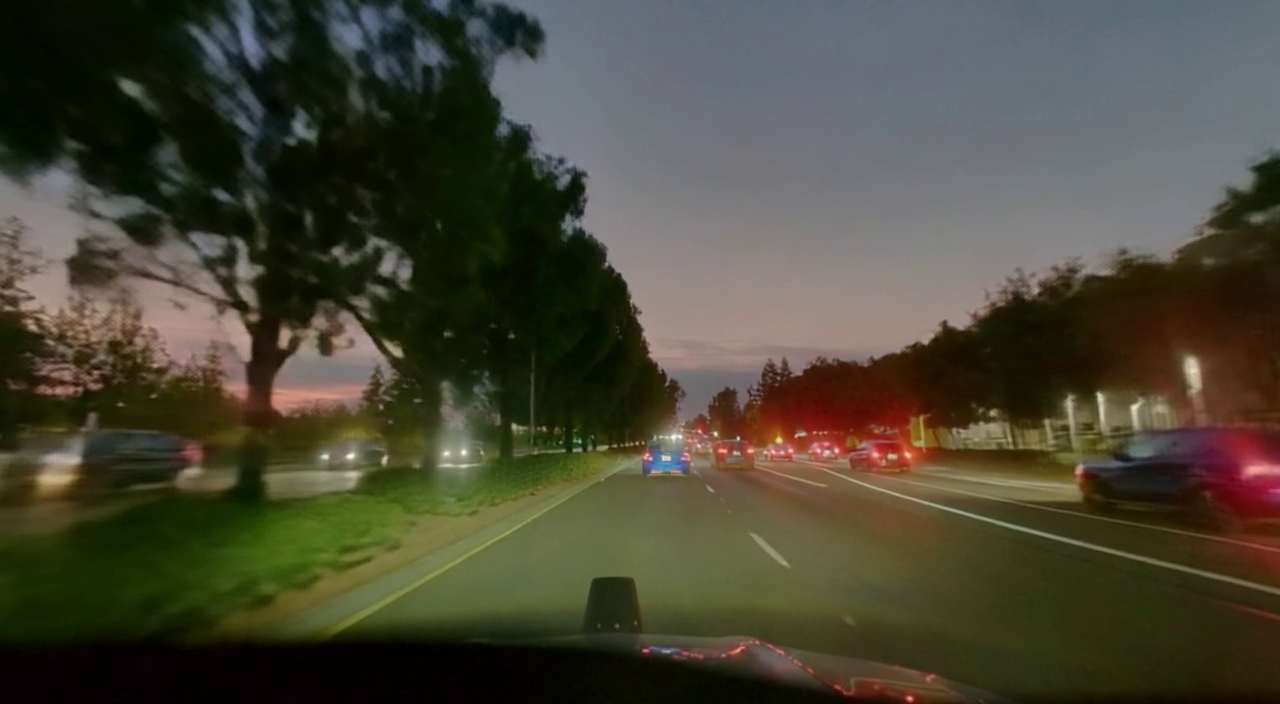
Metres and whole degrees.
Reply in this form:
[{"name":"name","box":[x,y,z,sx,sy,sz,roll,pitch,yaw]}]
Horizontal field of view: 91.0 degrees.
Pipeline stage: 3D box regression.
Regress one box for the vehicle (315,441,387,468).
[{"name":"vehicle","box":[-16.747,5.944,36.776,1.874,1.441,4.625,0,-8,2]}]

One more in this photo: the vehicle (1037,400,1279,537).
[{"name":"vehicle","box":[11.085,2.148,12.069,2.493,2.084,6.892,0,-8,1]}]

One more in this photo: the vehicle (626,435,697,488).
[{"name":"vehicle","box":[0.718,3.676,21.435,2.145,1.603,4.369,0,-8,2]}]

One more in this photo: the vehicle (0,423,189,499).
[{"name":"vehicle","box":[-12.805,2.474,14.596,1.785,1.503,3.885,0,-8,0]}]

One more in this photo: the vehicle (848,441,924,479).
[{"name":"vehicle","box":[12.417,5.466,32.168,2.106,1.719,4.830,0,-9,2]}]

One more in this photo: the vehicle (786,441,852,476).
[{"name":"vehicle","box":[8.279,4.959,29.596,1.928,1.488,4.361,0,-8,2]}]

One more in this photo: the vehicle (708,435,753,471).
[{"name":"vehicle","box":[4.859,5.499,34.379,1.976,1.796,4.159,0,-8,2]}]
